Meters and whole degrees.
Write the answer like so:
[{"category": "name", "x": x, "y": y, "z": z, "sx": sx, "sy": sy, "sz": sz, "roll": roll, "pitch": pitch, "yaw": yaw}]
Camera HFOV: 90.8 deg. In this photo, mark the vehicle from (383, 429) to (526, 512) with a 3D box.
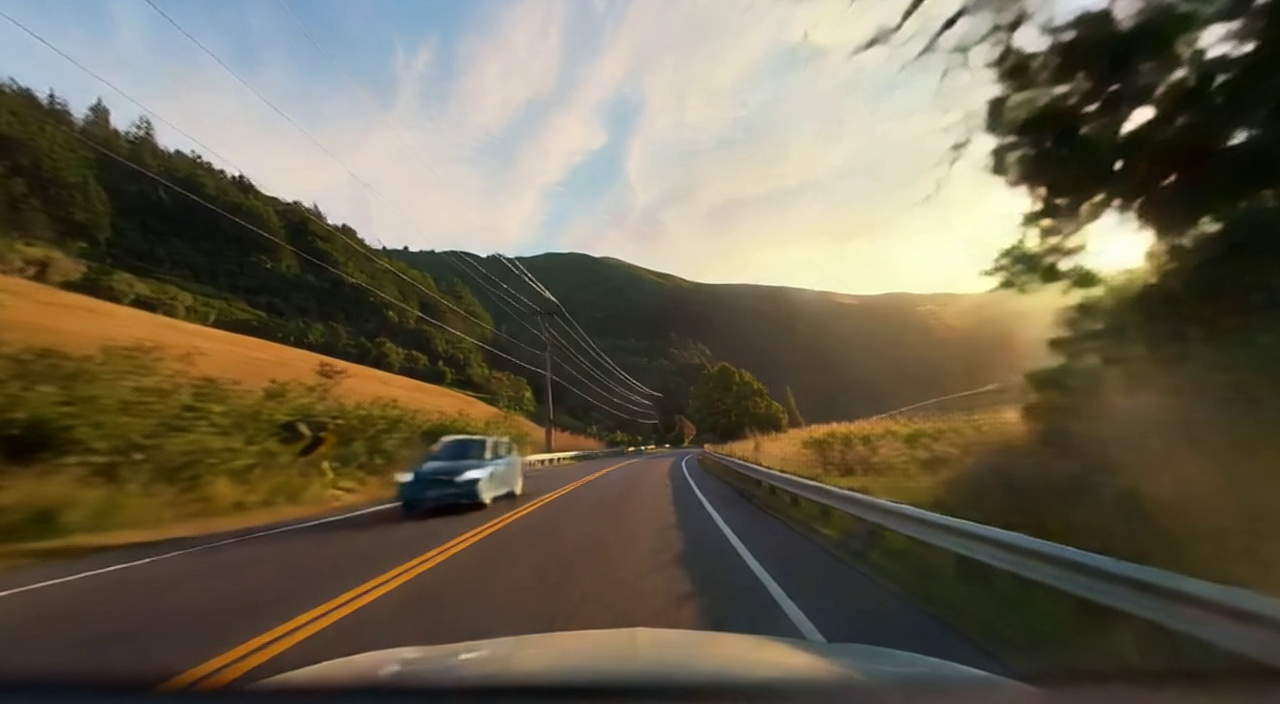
[{"category": "vehicle", "x": -4.188, "y": 2.740, "z": 15.078, "sx": 2.103, "sy": 1.679, "sz": 4.081, "roll": 0, "pitch": -9, "yaw": 1}]
